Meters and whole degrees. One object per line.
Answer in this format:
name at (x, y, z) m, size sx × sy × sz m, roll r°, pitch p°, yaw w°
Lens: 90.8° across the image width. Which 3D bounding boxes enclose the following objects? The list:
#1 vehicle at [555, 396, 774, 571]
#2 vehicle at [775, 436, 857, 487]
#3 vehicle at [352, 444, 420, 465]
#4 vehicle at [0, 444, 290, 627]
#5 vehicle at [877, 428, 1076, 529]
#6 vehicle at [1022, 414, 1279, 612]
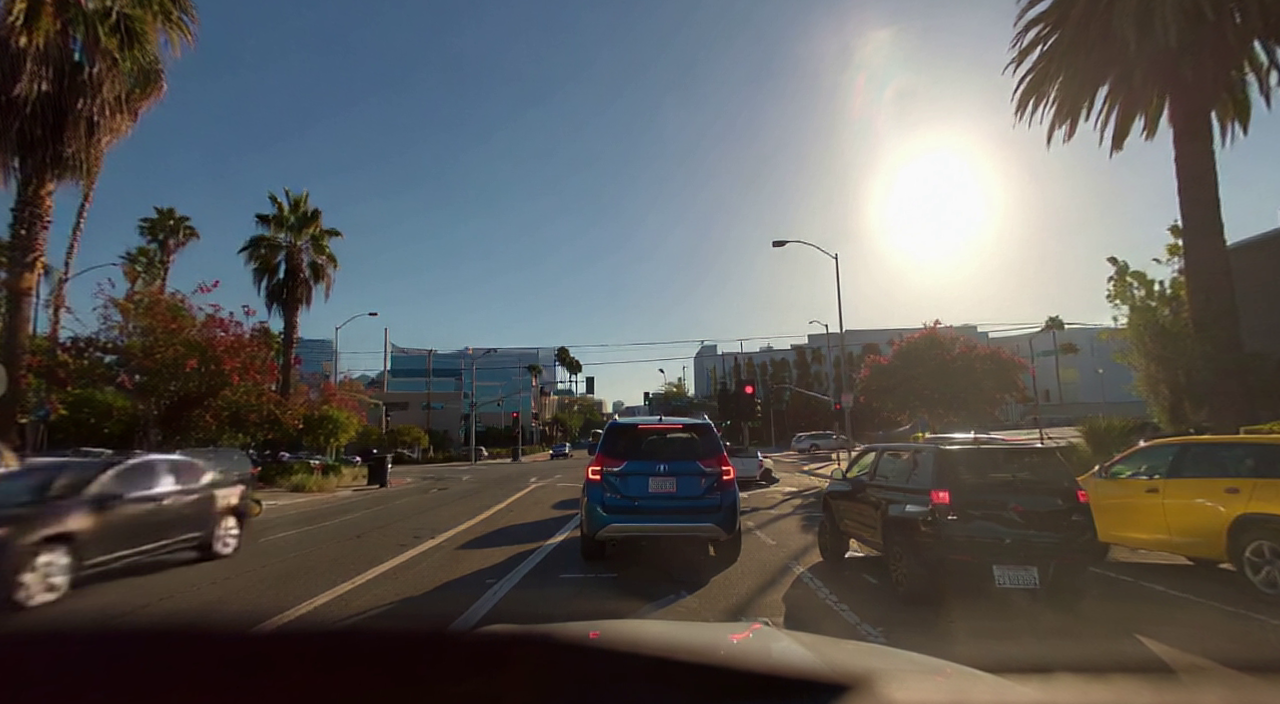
vehicle at (0.282, 1.684, 8.753) m, size 2.264 × 1.798 × 4.258 m, roll 0°, pitch -8°, yaw 1°
vehicle at (6.542, 4.094, 23.951) m, size 1.948 × 1.729 × 4.023 m, roll 0°, pitch -8°, yaw 0°
vehicle at (-18.701, 7.574, 46.679) m, size 1.759 × 1.457 × 4.297 m, roll -7°, pitch -11°, yaw 38°
vehicle at (-6.217, 1.794, 7.111) m, size 1.928 × 1.475 × 4.645 m, roll 0°, pitch -8°, yaw 0°
vehicle at (6.688, 2.525, 13.238) m, size 1.930 × 1.736 × 4.329 m, roll -1°, pitch -8°, yaw 3°
vehicle at (6.457, 1.599, 6.924) m, size 1.935 × 1.672 × 4.139 m, roll 0°, pitch -8°, yaw 1°
